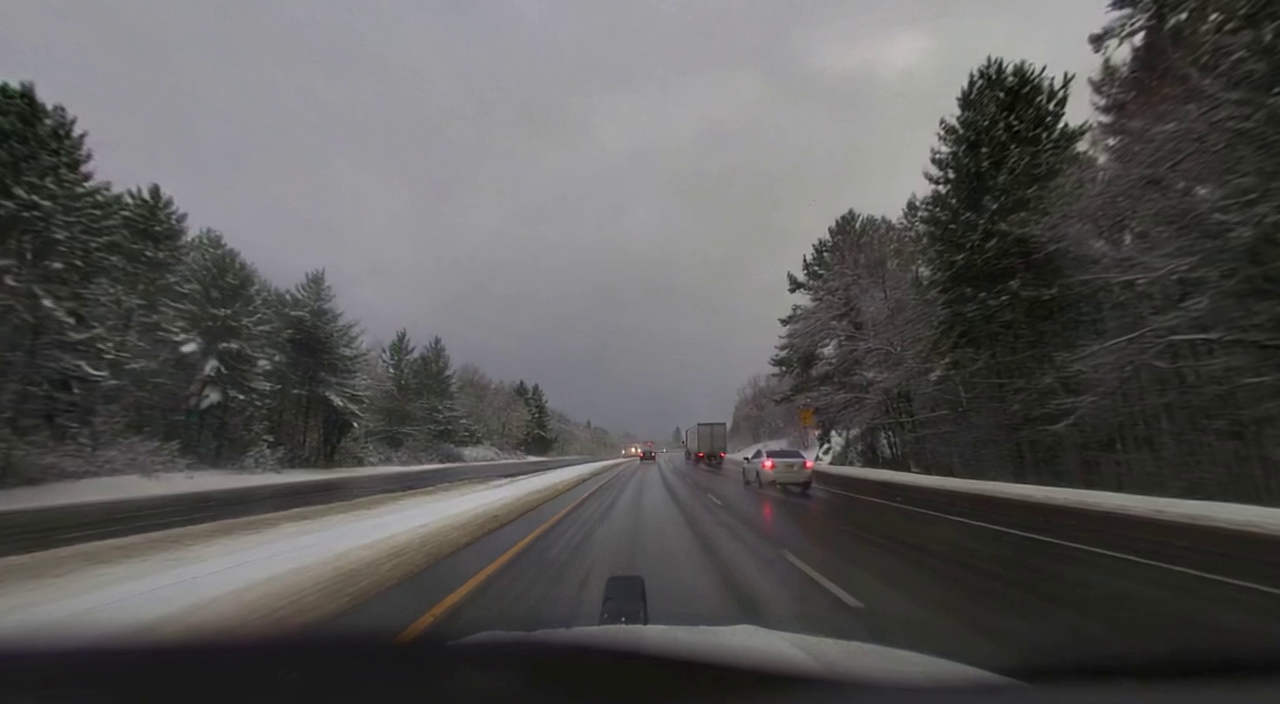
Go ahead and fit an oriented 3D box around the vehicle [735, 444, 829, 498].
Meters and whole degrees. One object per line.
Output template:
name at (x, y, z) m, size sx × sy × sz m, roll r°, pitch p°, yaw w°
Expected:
vehicle at (4.205, 3.587, 19.354) m, size 1.893 × 1.442 × 4.039 m, roll 0°, pitch -9°, yaw -1°
